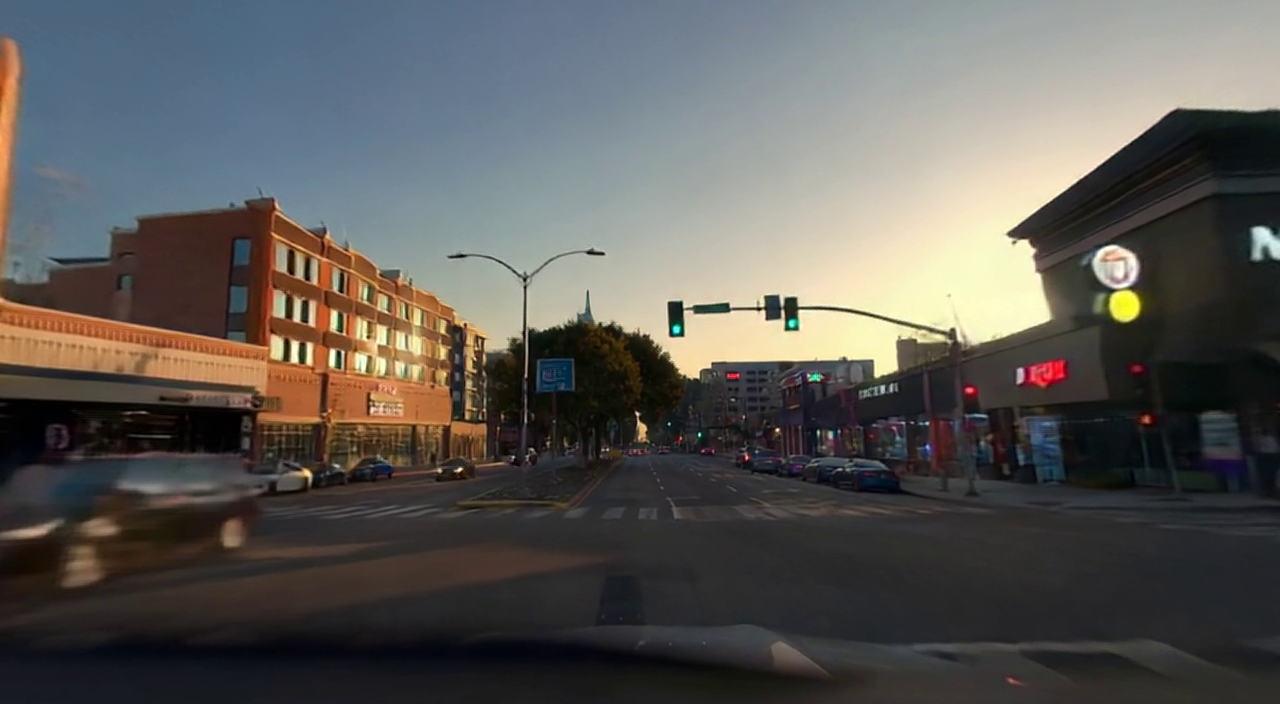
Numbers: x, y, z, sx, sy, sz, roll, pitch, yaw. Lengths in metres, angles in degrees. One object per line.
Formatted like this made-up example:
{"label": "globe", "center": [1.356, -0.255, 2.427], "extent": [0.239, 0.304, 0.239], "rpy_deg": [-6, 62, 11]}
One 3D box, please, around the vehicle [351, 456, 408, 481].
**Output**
{"label": "vehicle", "center": [-17.922, 7.989, 43.641], "extent": [1.951, 1.524, 4.409], "rpy_deg": [0, -8, 1]}

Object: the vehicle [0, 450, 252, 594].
{"label": "vehicle", "center": [-8.214, 2.235, 9.216], "extent": [2.225, 1.532, 4.486], "rpy_deg": [0, -8, 0]}

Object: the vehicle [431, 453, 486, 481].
{"label": "vehicle", "center": [-10.999, 6.989, 38.617], "extent": [1.943, 1.501, 4.626], "rpy_deg": [0, -8, 1]}

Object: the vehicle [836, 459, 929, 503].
{"label": "vehicle", "center": [9.683, 5.166, 25.694], "extent": [1.948, 1.483, 4.645], "rpy_deg": [0, -8, 0]}

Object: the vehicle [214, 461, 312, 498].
{"label": "vehicle", "center": [-18.105, 6.107, 30.653], "extent": [1.858, 1.493, 4.721], "rpy_deg": [0, -8, -1]}

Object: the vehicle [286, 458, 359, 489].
{"label": "vehicle", "center": [-18.177, 6.935, 36.379], "extent": [1.756, 1.525, 4.355], "rpy_deg": [0, -8, 3]}

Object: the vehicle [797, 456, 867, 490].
{"label": "vehicle", "center": [9.716, 6.149, 32.444], "extent": [1.913, 1.492, 4.787], "rpy_deg": [0, -8, -2]}
